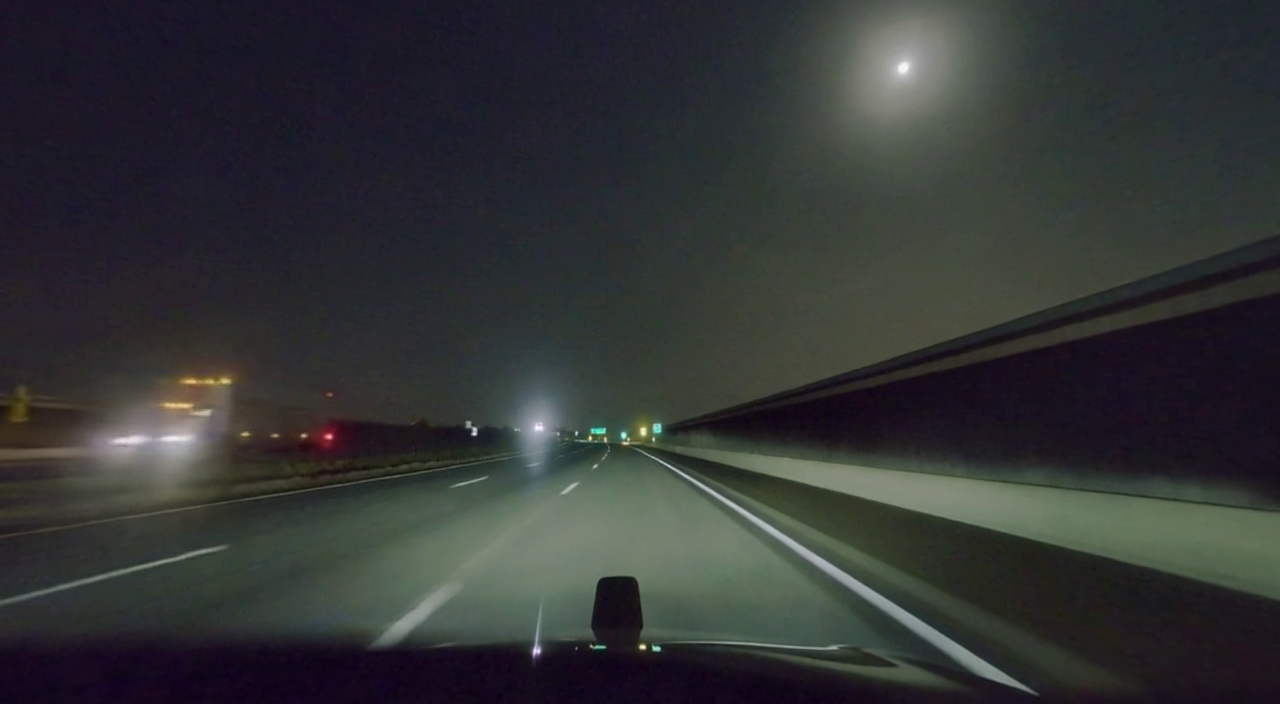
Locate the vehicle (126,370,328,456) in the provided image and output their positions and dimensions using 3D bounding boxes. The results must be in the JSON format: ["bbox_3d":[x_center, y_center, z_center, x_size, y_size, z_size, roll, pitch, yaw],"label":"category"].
[{"bbox_3d":[-23.388,3.914,37.259,2.962,4.104,13.904,0,-8,-2],"label":"vehicle"}]
